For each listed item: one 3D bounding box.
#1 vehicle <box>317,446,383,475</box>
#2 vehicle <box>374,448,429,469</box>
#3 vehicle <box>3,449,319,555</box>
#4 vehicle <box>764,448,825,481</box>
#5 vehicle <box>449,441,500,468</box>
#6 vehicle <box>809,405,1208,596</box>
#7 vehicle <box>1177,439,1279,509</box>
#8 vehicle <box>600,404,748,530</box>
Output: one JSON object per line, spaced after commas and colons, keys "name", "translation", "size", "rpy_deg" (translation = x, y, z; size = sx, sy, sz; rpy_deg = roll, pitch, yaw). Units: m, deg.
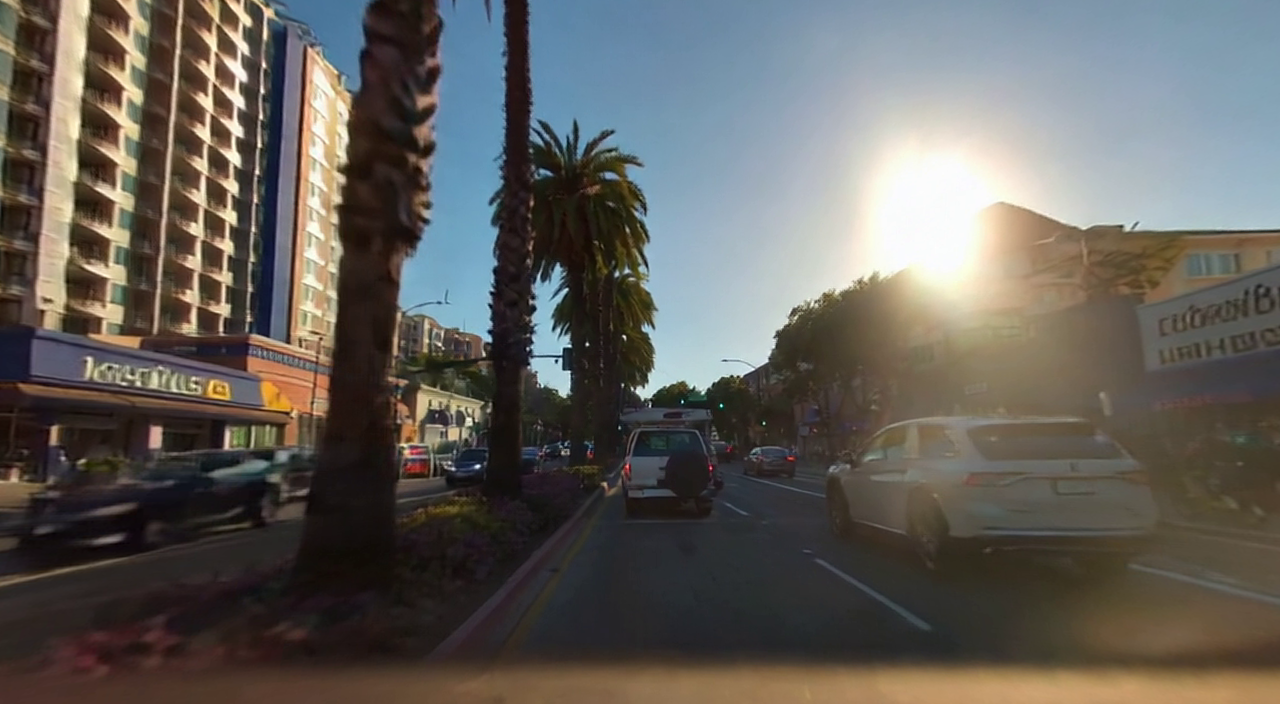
{"name": "vehicle", "translation": [-18.404, 6.897, 40.287], "size": [1.972, 1.694, 4.466], "rpy_deg": [0, -9, 1]}
{"name": "vehicle", "translation": [-18.074, 8.051, 48.013], "size": [2.070, 1.499, 4.851], "rpy_deg": [-1, -9, 3]}
{"name": "vehicle", "translation": [-8.187, 2.555, 11.545], "size": [2.061, 1.496, 4.600], "rpy_deg": [-1, -9, 2]}
{"name": "vehicle", "translation": [7.652, 5.587, 31.677], "size": [1.958, 1.523, 4.553], "rpy_deg": [0, -9, 1]}
{"name": "vehicle", "translation": [-11.238, 7.013, 43.211], "size": [2.134, 1.699, 4.342], "rpy_deg": [-1, -9, 2]}
{"name": "vehicle", "translation": [4.051, 1.730, 8.311], "size": [2.283, 1.738, 4.916], "rpy_deg": [0, -9, 0]}
{"name": "vehicle", "translation": [15.402, 2.938, 15.650], "size": [1.930, 1.522, 4.528], "rpy_deg": [-4, -9, 25]}
{"name": "vehicle", "translation": [0.614, 2.352, 13.463], "size": [2.487, 2.115, 5.444], "rpy_deg": [0, -9, 1]}
